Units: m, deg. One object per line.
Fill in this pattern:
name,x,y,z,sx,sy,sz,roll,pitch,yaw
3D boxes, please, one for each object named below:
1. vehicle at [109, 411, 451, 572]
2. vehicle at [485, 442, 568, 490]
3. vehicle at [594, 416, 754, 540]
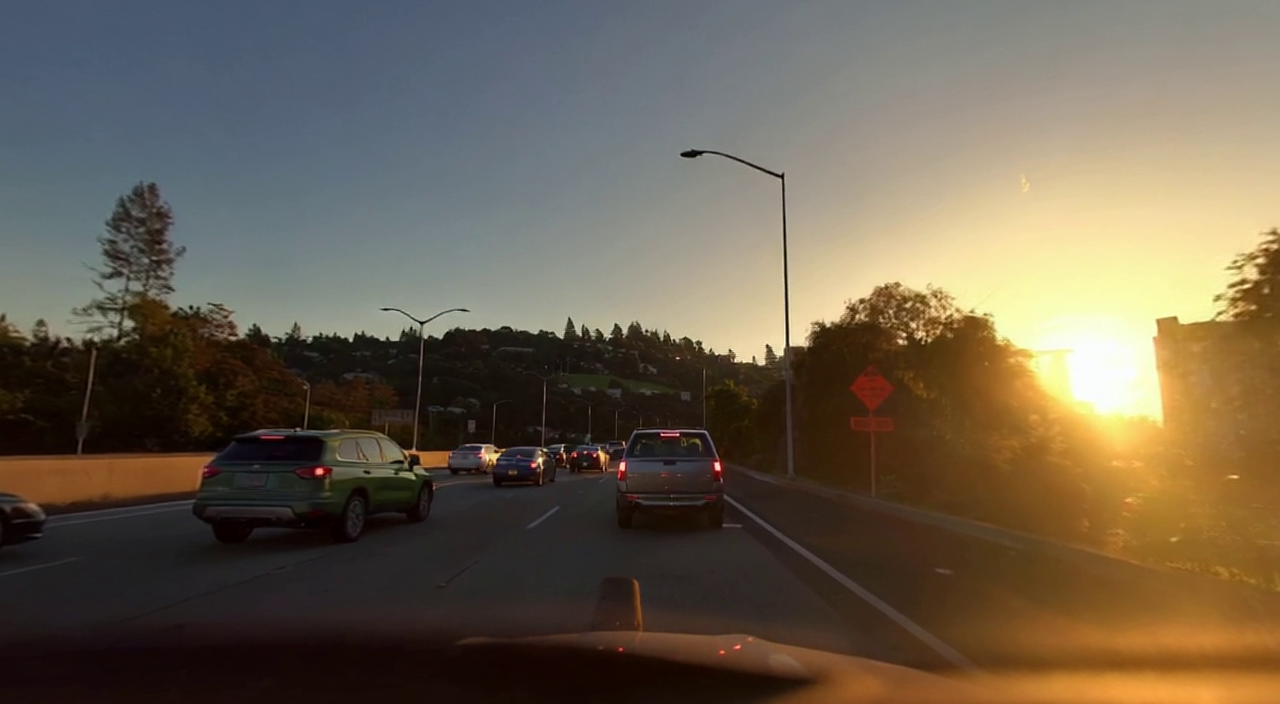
vehicle,-4.521,1.819,8.979,2.076,1.688,4.334,-1,-9,4
vehicle,-3.807,3.903,21.982,1.868,1.470,4.105,-1,-9,4
vehicle,0.517,2.109,11.177,2.235,1.716,4.435,-1,-9,1
